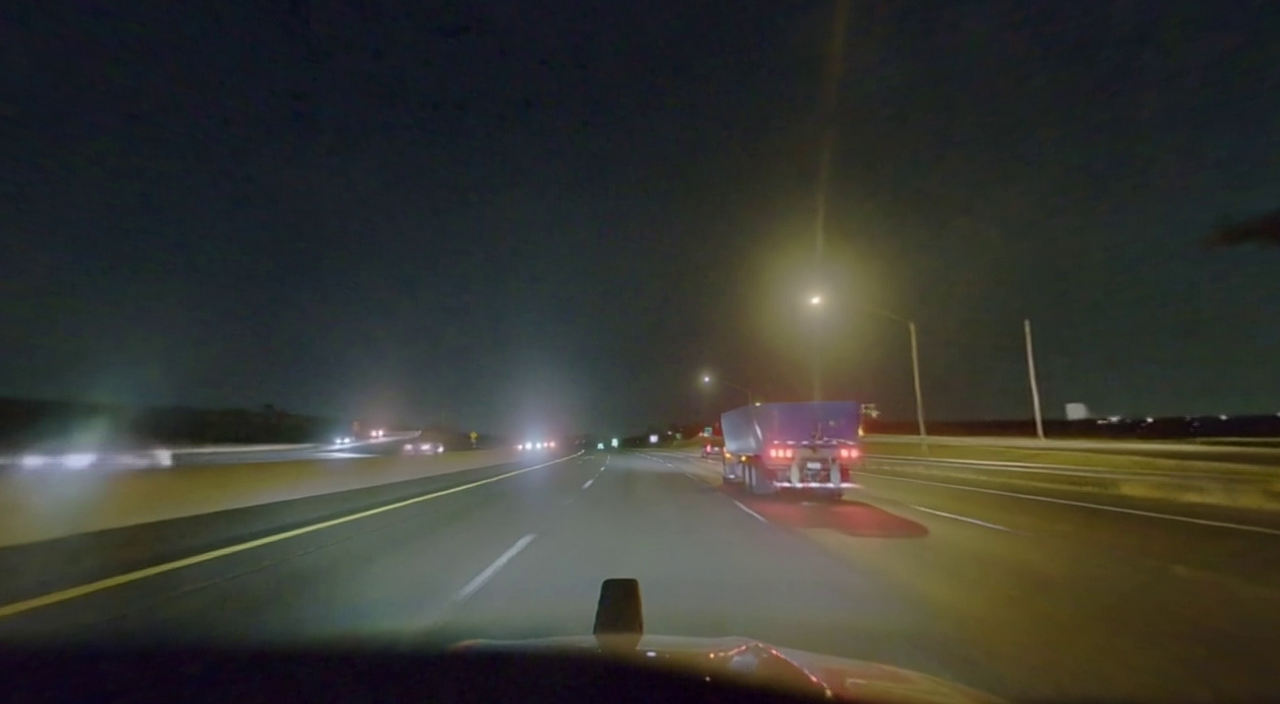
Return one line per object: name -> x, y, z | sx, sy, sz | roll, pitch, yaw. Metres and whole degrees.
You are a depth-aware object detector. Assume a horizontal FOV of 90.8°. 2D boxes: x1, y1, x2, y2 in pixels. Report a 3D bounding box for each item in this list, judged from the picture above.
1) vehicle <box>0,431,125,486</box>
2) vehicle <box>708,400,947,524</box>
vehicle -> -21.580, 3.779, 22.792 | 2.044, 1.751, 4.667 | 1, -8, -1
vehicle -> 3.577, 2.419, 14.580 | 2.981, 2.053, 7.897 | 1, -8, -1
